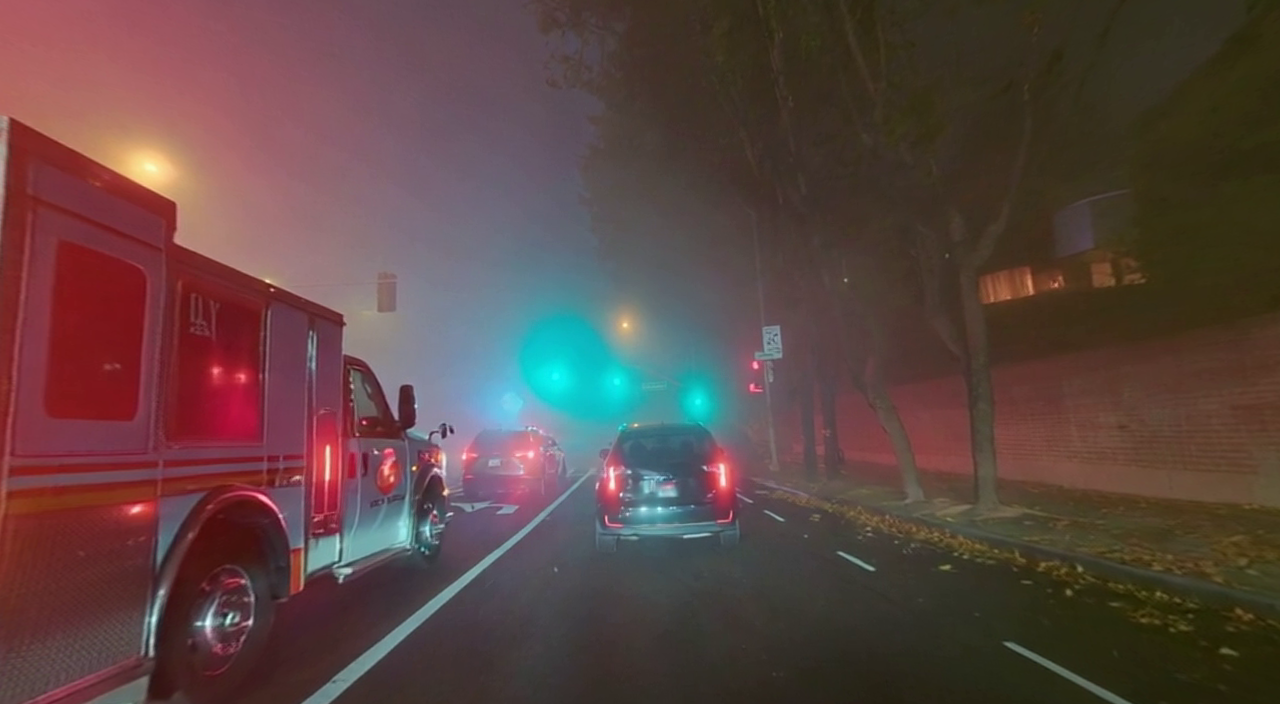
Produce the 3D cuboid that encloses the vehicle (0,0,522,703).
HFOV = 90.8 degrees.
[{"bbox_3d":[-3.468,0.594,5.742,3.504,3.426,7.085,1,-7,-1],"label":"vehicle"}]

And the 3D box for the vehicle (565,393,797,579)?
[{"bbox_3d":[0.233,1.695,8.866,2.332,1.831,4.930,0,-8,-4],"label":"vehicle"}]

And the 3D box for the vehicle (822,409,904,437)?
[{"bbox_3d":[14.404,4.604,40.914,4.528,1.704,2.073,2,-9,-12],"label":"vehicle"}]
